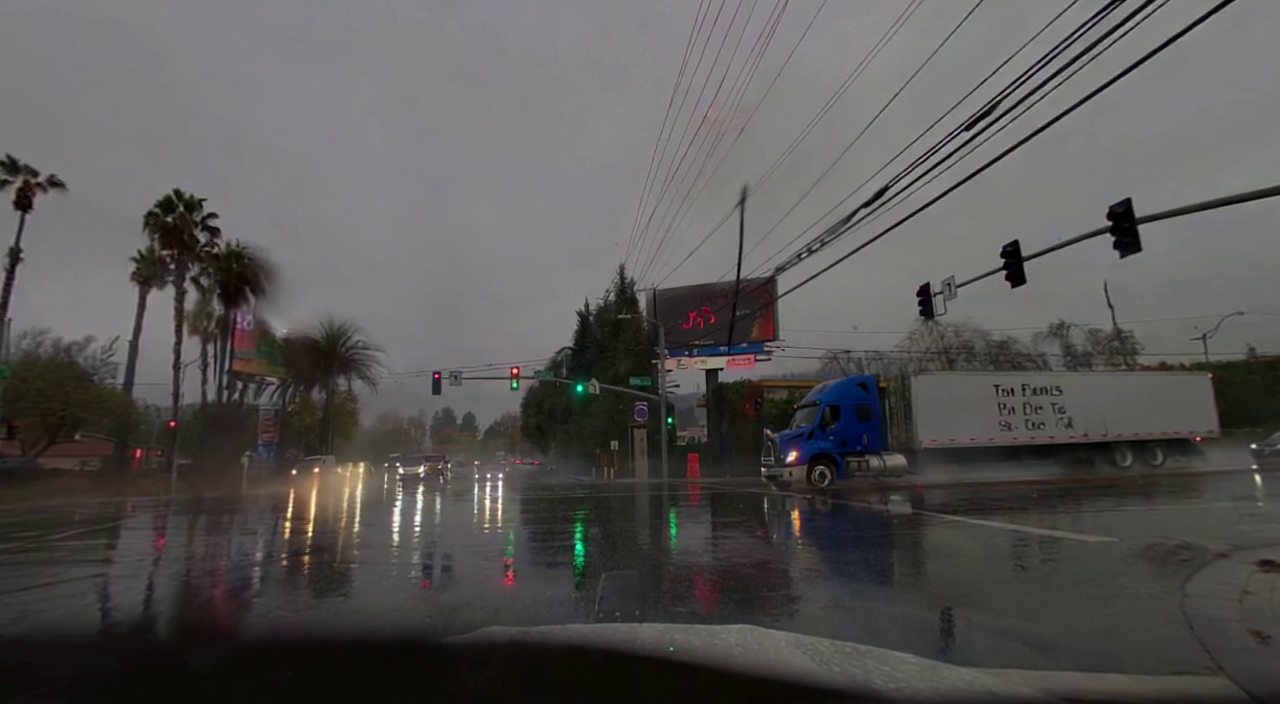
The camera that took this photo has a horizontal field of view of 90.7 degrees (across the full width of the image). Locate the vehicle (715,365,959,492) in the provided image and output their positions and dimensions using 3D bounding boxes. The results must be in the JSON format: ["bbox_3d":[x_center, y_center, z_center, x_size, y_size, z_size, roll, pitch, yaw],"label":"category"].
[{"bbox_3d":[7.281,2.904,24.058,8.167,4.352,3.029,1,-9,-9],"label":"vehicle"}]

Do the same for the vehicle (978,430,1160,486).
[{"bbox_3d":[14.591,3.632,21.683,4.958,1.510,1.949,-2,-10,-8],"label":"vehicle"}]

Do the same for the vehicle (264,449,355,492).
[{"bbox_3d":[-21.850,7.836,42.274,2.989,2.573,6.053,0,-9,-2],"label":"vehicle"}]

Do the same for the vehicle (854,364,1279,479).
[{"bbox_3d":[17.472,2.849,25.727,17.071,4.151,2.876,1,-9,-9],"label":"vehicle"}]

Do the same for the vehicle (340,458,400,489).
[{"bbox_3d":[-17.455,7.848,41.181,2.028,1.744,4.876,0,-9,-4],"label":"vehicle"}]

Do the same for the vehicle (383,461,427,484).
[{"bbox_3d":[-18.251,9.377,49.367,1.834,1.521,4.970,0,-9,-4],"label":"vehicle"}]

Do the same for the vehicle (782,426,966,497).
[{"bbox_3d":[7.603,3.593,20.835,5.079,1.893,2.200,-2,-10,-10],"label":"vehicle"}]
